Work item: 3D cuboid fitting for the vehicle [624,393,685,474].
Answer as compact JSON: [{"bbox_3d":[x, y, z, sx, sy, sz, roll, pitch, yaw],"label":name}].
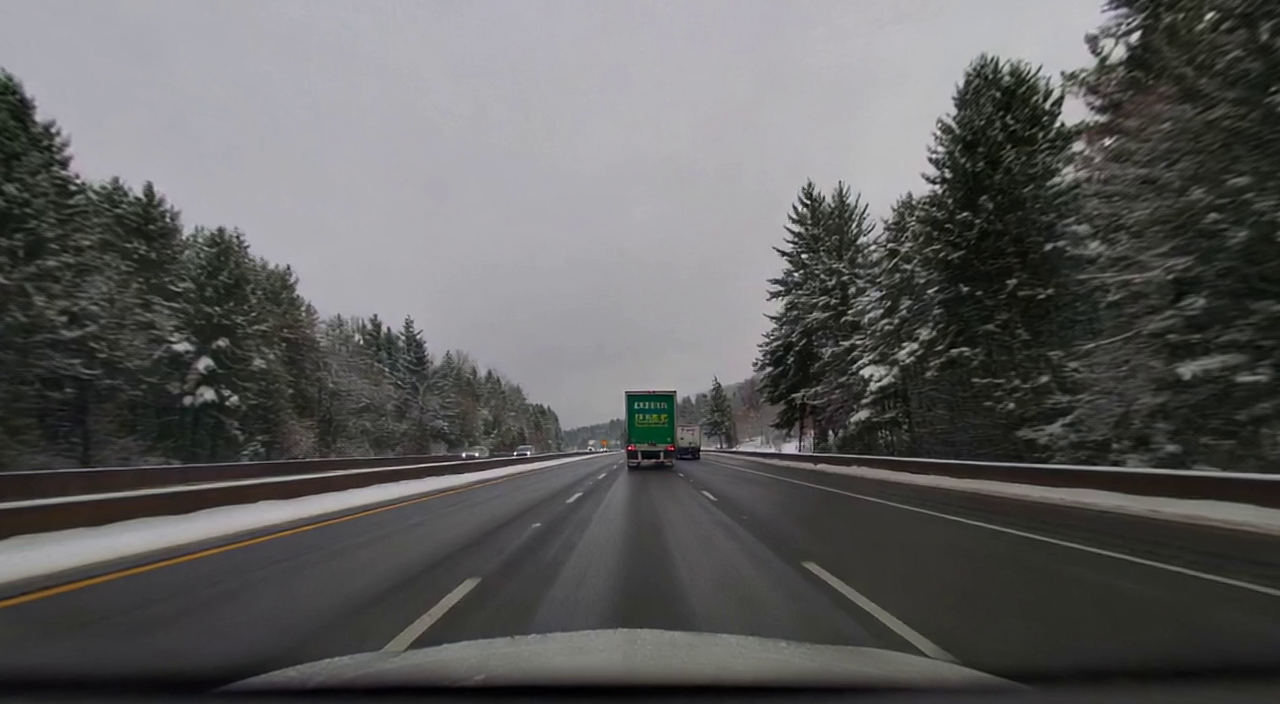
[{"bbox_3d":[0.638,4.915,37.149,3.057,4.073,10.792,0,-9,-1],"label":"vehicle"}]
